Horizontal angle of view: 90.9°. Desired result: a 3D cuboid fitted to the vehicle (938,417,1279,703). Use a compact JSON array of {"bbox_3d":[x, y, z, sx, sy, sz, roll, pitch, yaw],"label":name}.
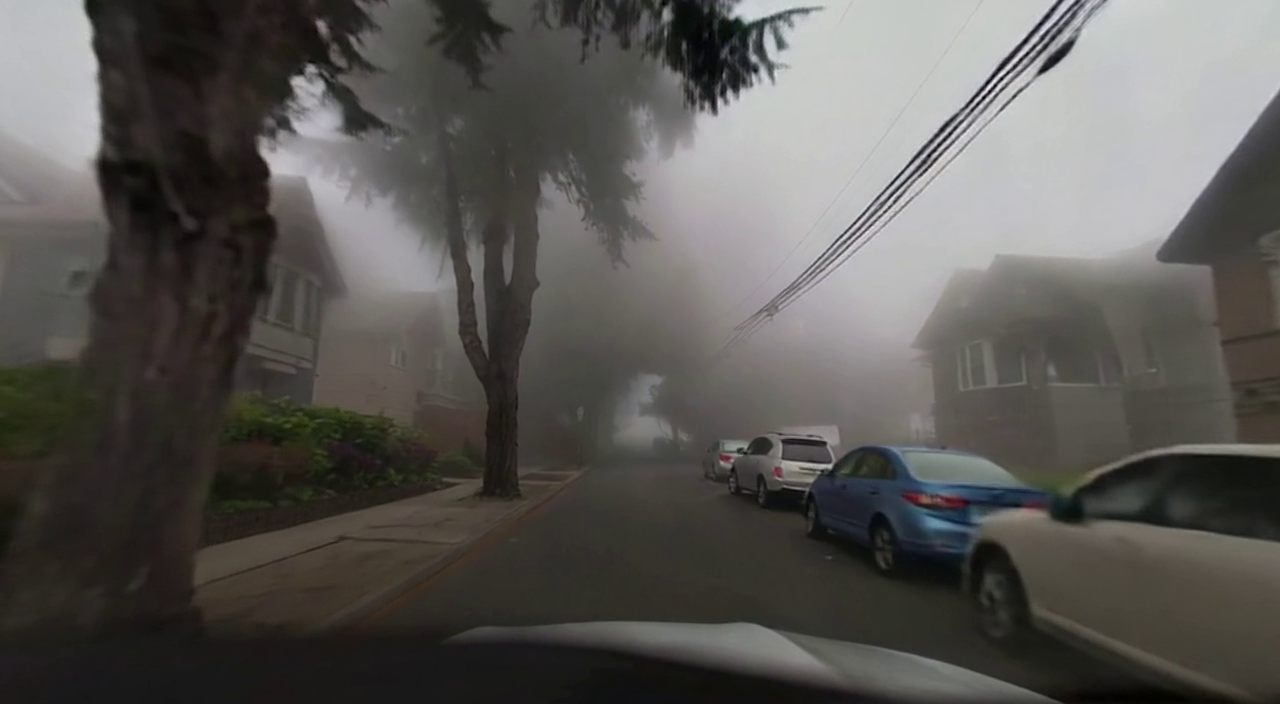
[{"bbox_3d":[3.318,1.096,3.034,2.036,1.510,3.505,0,-7,0],"label":"vehicle"}]
